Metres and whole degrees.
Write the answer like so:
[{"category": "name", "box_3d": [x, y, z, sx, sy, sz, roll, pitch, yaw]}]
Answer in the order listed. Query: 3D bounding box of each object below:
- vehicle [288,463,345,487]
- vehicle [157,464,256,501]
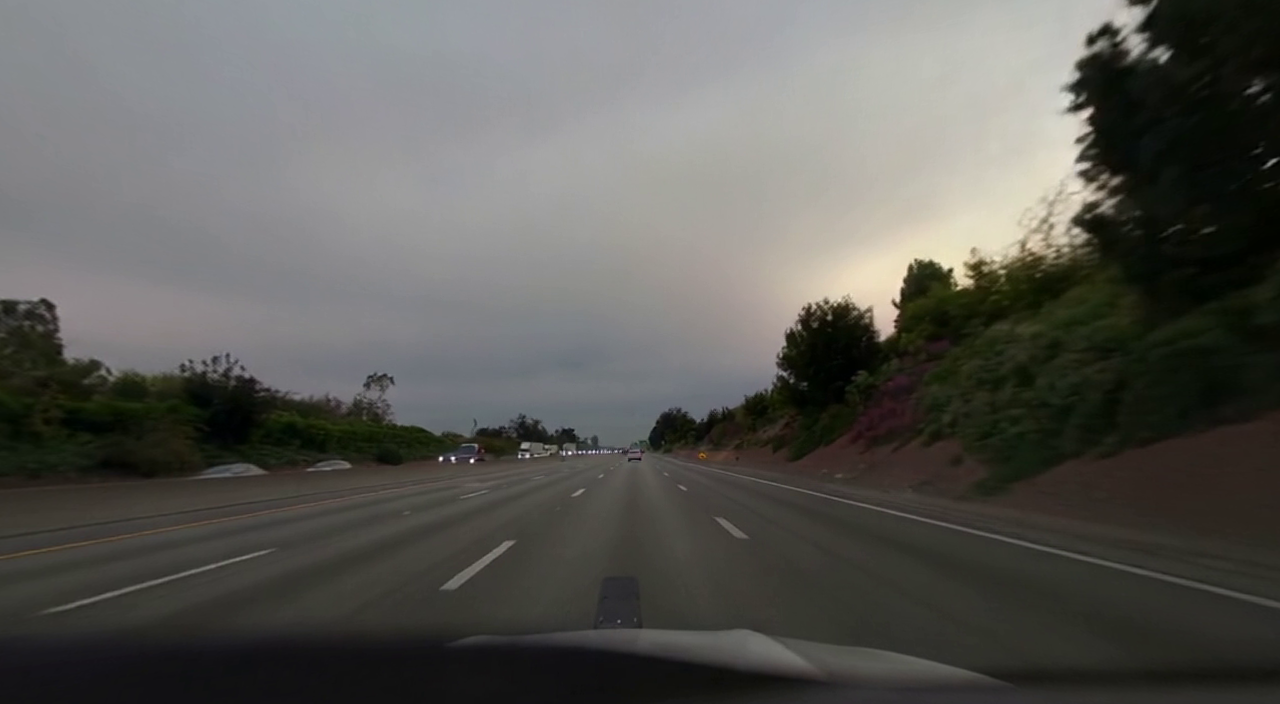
[{"category": "vehicle", "box_3d": [-23.072, 8.761, 44.899, 1.808, 1.491, 4.446, 0, -9, -1]}, {"category": "vehicle", "box_3d": [-19.419, 5.840, 28.296, 1.782, 1.442, 3.776, 0, -9, 0]}]
